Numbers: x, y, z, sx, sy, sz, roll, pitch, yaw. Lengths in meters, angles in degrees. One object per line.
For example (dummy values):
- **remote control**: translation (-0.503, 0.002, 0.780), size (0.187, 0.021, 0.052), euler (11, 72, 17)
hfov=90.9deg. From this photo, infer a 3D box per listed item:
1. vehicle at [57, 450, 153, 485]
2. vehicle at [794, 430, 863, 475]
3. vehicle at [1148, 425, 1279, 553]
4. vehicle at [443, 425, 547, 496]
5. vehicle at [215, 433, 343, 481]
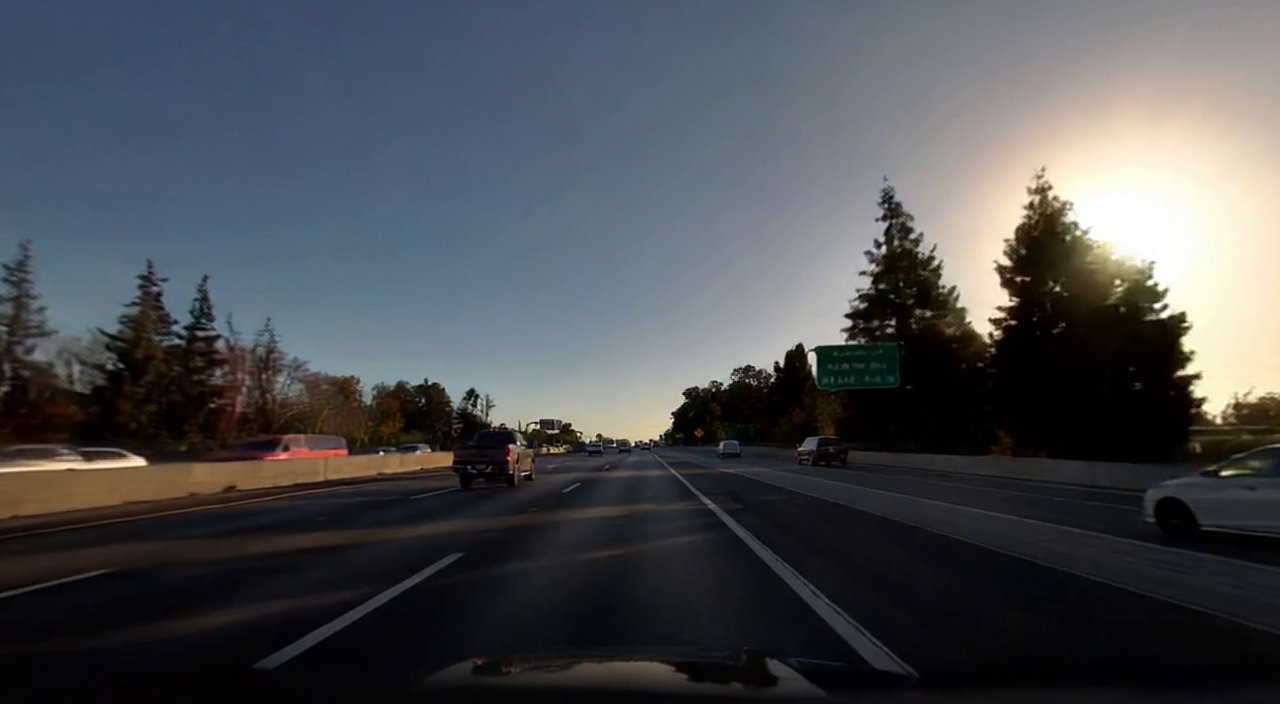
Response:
- **vehicle**: translation (-36.291, 7.805, 43.003), size (2.116, 2.227, 5.081), euler (0, -8, -1)
- **vehicle**: translation (9.534, 5.114, 32.325), size (2.061, 2.115, 4.635), euler (0, -8, 0)
- **vehicle**: translation (9.235, 1.749, 8.012), size (1.971, 1.638, 4.295), euler (0, -8, 1)
- **vehicle**: translation (-4.282, 3.293, 19.558), size (1.994, 1.911, 4.819), euler (0, -8, 1)
- **vehicle**: translation (-17.237, 5.046, 30.637), size (2.477, 2.066, 5.967), euler (0, -8, 2)
